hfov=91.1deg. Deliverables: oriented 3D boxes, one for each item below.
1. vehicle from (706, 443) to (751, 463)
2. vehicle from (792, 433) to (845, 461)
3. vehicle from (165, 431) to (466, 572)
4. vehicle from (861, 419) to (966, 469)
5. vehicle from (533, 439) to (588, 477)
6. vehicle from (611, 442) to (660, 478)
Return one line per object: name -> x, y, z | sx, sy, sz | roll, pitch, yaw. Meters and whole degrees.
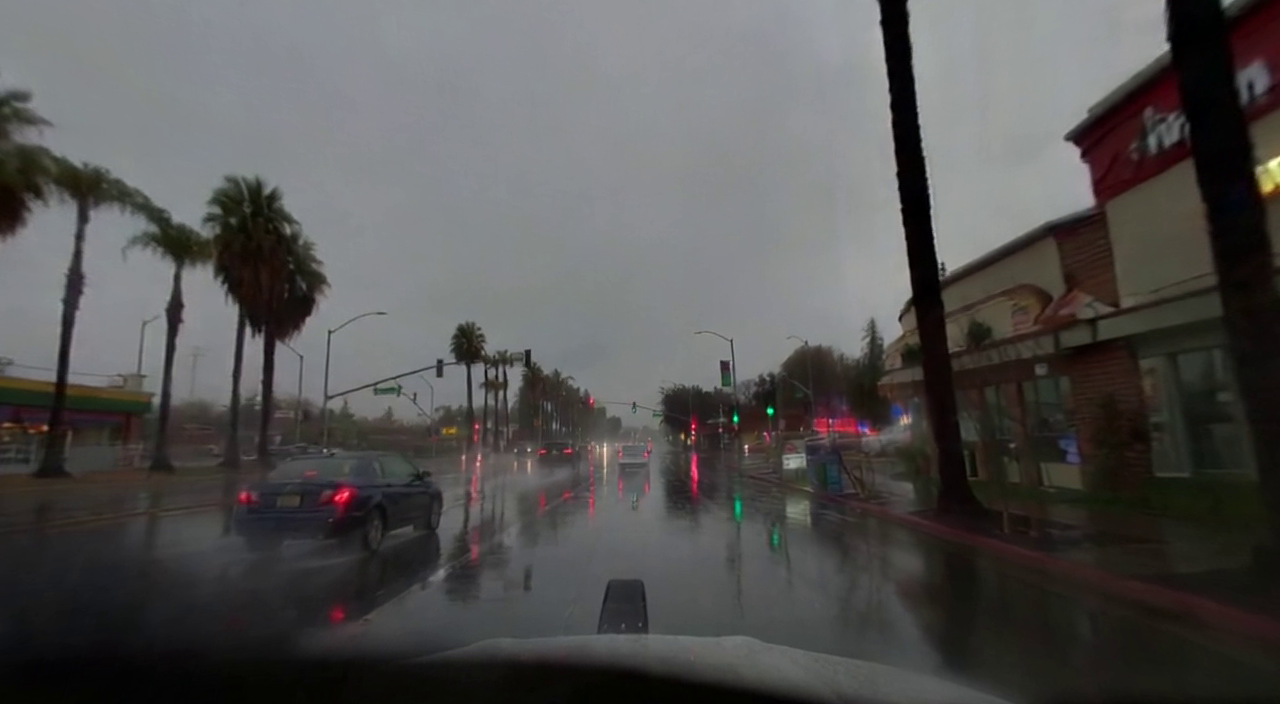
vehicle -> 6.813, 7.710, 48.090 | 2.059, 1.486, 3.980 | -5, -9, 30
vehicle -> 11.264, 6.028, 39.910 | 1.982, 1.623, 4.211 | 0, -8, -2
vehicle -> -4.150, 1.948, 9.079 | 1.904, 1.513, 4.410 | 0, -8, 1
vehicle -> 11.213, 3.825, 26.282 | 2.111, 1.875, 5.301 | 0, -8, 1
vehicle -> -3.683, 4.986, 29.725 | 1.979, 1.634, 3.957 | -1, -8, 2
vehicle -> -0.142, 4.888, 28.615 | 2.094, 1.496, 4.070 | 0, -8, 1
